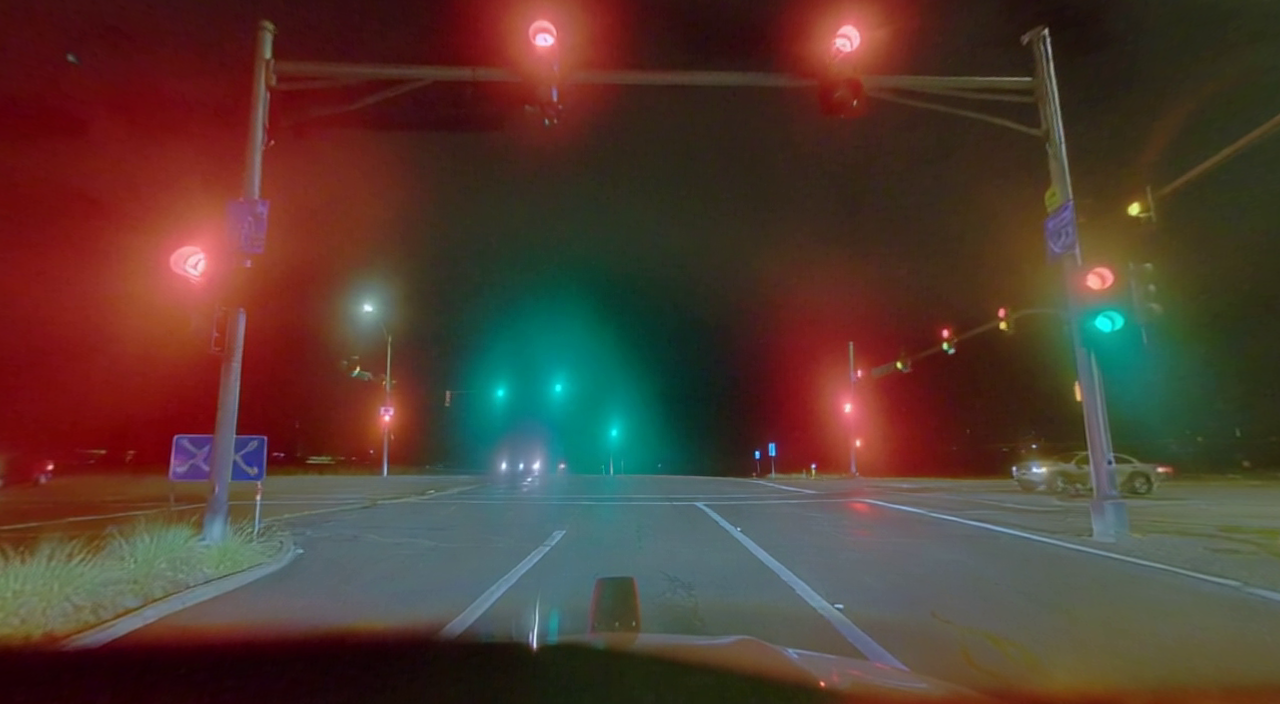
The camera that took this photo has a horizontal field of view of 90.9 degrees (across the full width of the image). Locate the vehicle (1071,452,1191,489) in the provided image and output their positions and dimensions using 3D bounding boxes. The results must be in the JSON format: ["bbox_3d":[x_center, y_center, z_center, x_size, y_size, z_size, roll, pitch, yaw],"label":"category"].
[{"bbox_3d":[22.679,5.458,29.163,3.998,1.590,1.936,1,-10,-6],"label":"vehicle"}]

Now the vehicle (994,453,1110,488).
[{"bbox_3d":[21.169,6.131,32.476,4.455,1.647,2.124,1,-12,-6],"label":"vehicle"}]

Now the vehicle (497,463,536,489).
[{"bbox_3d":[-9.050,9.104,46.399,2.045,1.608,3.709,0,-8,1],"label":"vehicle"}]
